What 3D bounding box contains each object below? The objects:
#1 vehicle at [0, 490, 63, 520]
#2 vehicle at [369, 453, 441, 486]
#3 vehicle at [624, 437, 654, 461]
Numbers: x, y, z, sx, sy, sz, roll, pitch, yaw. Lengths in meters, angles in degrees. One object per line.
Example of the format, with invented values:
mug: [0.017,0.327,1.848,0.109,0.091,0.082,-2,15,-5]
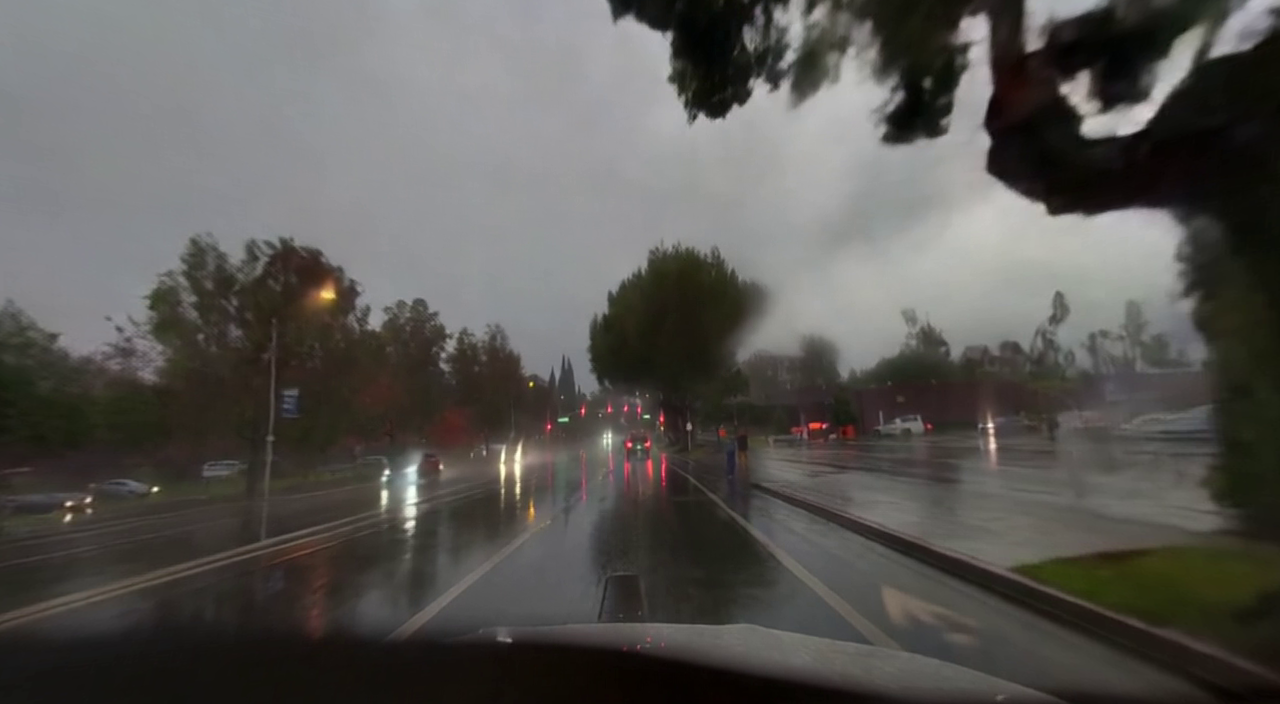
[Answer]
vehicle: [-42.869,10.440,43.125,4.793,1.735,1.979,0,-9,-5]
vehicle: [-11.782,5.884,32.022,2.011,1.475,4.536,0,-9,-1]
vehicle: [-0.080,7.610,49.721,2.228,1.790,4.180,0,-9,-1]
